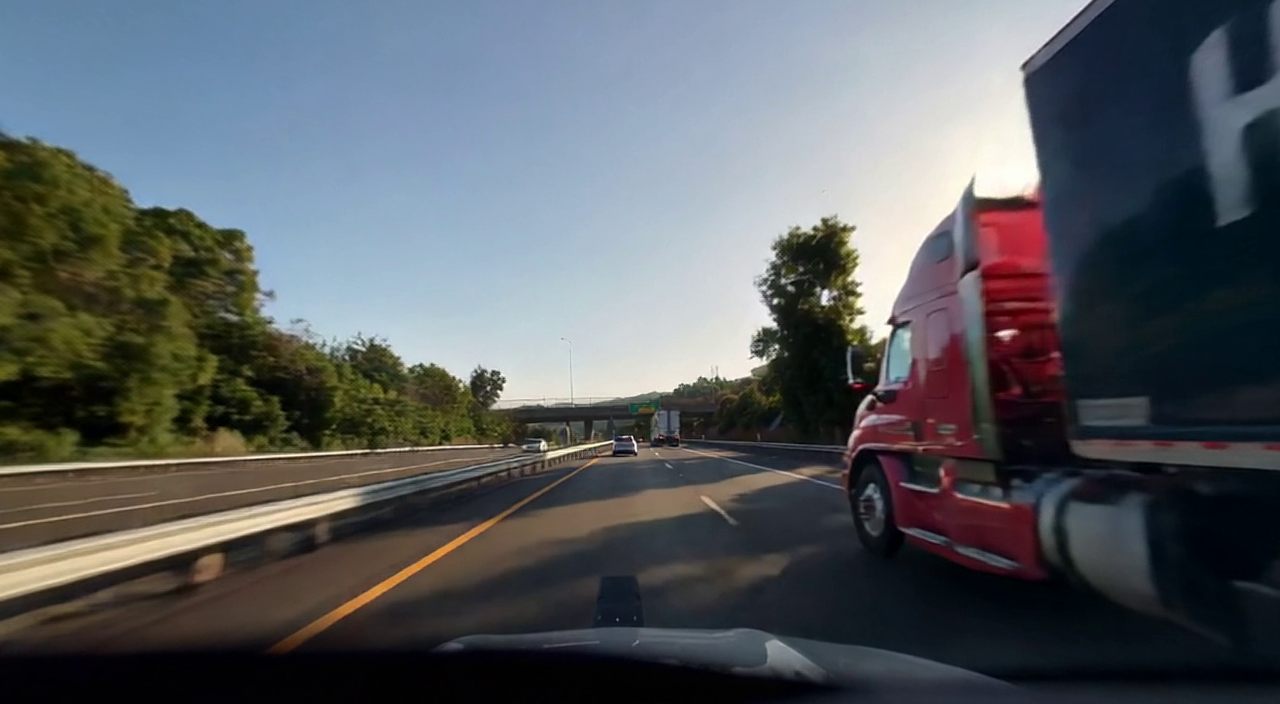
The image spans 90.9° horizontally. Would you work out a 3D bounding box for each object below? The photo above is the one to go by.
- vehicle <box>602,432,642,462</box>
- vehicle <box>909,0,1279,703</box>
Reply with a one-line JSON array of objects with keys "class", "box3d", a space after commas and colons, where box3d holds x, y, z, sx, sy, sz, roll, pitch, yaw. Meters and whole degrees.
[{"class": "vehicle", "box3d": [-0.979, 5.246, 35.047, 2.095, 1.557, 3.963, 0, -8, -1]}, {"class": "vehicle", "box3d": [4.101, -0.410, 1.152, 2.955, 3.940, 9.037, 0, -8, -2]}]
